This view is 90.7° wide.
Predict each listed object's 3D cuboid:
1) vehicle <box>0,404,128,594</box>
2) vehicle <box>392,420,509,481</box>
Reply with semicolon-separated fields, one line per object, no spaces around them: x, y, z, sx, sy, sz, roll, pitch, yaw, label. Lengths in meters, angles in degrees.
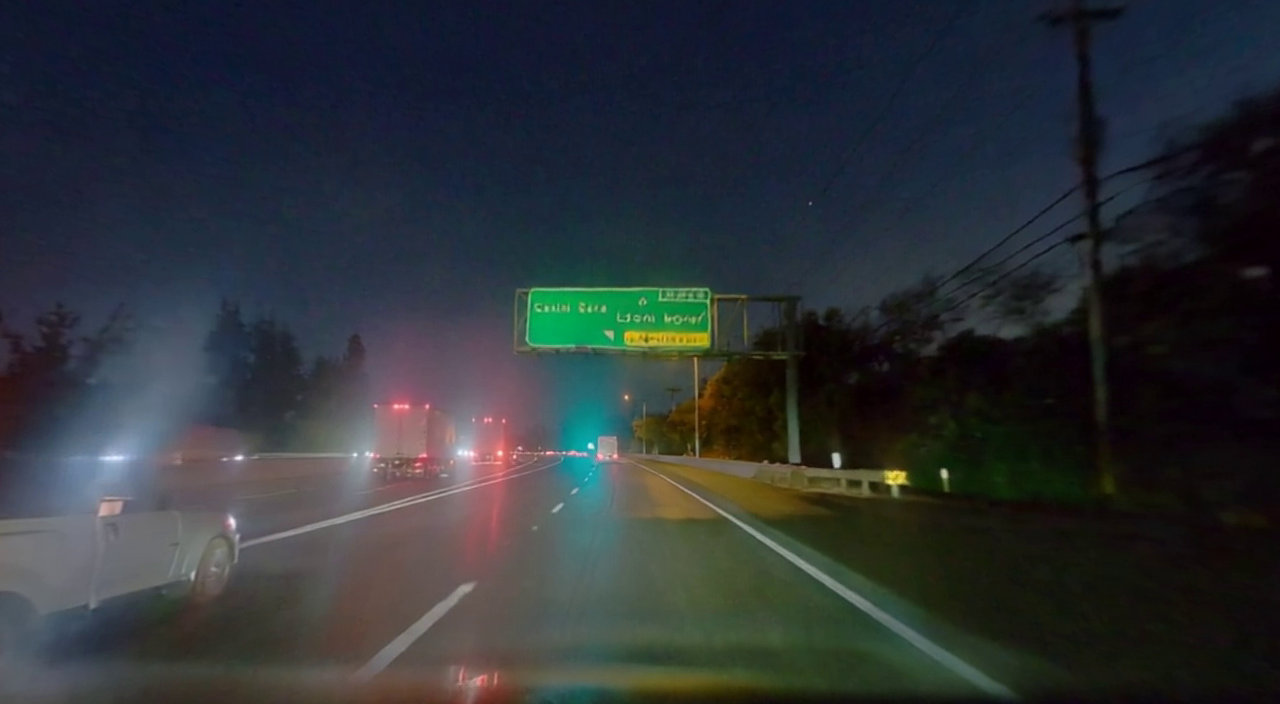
-7.073;1.225;4.828;2.093;1.785;5.303;0;-8;-3;vehicle
-9.908;5.430;35.327;3.270;2.674;14.547;1;-8;-5;vehicle
